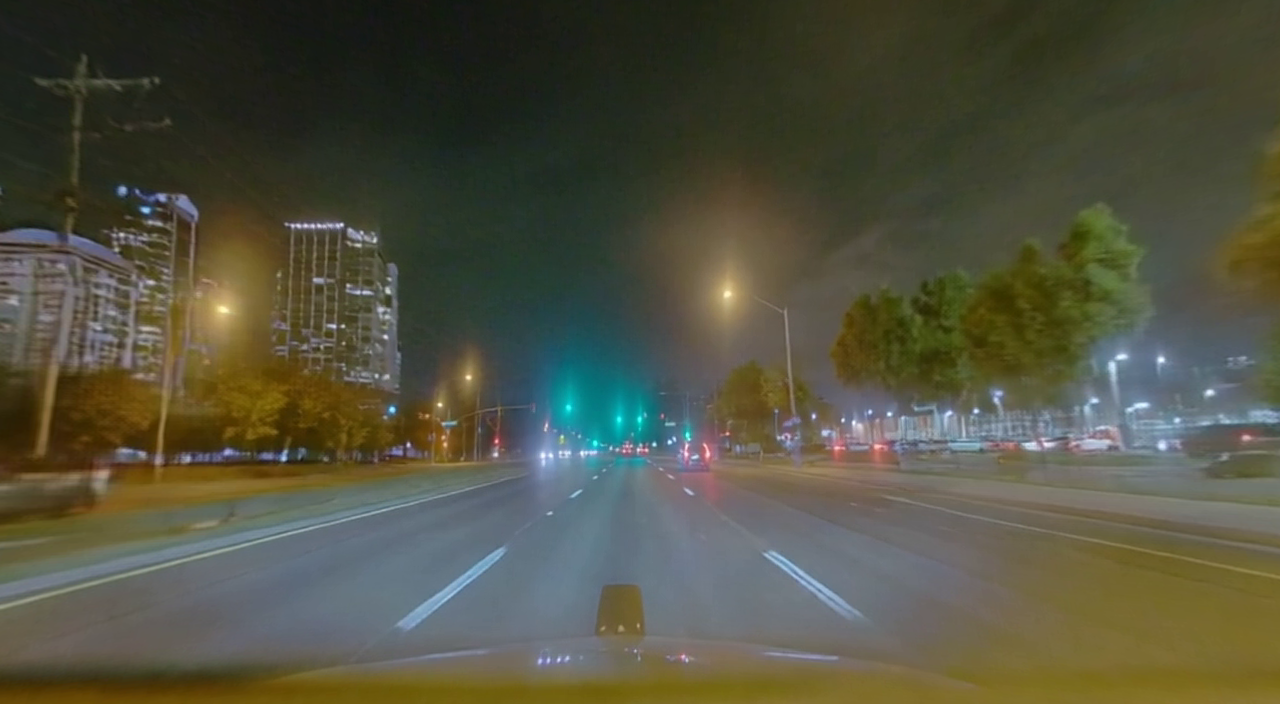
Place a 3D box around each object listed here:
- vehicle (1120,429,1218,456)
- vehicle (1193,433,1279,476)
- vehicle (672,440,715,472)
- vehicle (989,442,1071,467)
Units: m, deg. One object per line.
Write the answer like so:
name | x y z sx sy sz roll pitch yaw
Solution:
vehicle | 34.307 5.890 41.056 4.444 1.641 2.006 0 -9 0
vehicle | 22.973 3.686 22.900 3.845 1.471 2.043 0 -8 0
vehicle | 3.120 6.227 37.970 2.069 1.761 4.610 0 -8 -1
vehicle | 23.147 6.081 37.545 3.661 1.417 1.783 0 -8 -1
